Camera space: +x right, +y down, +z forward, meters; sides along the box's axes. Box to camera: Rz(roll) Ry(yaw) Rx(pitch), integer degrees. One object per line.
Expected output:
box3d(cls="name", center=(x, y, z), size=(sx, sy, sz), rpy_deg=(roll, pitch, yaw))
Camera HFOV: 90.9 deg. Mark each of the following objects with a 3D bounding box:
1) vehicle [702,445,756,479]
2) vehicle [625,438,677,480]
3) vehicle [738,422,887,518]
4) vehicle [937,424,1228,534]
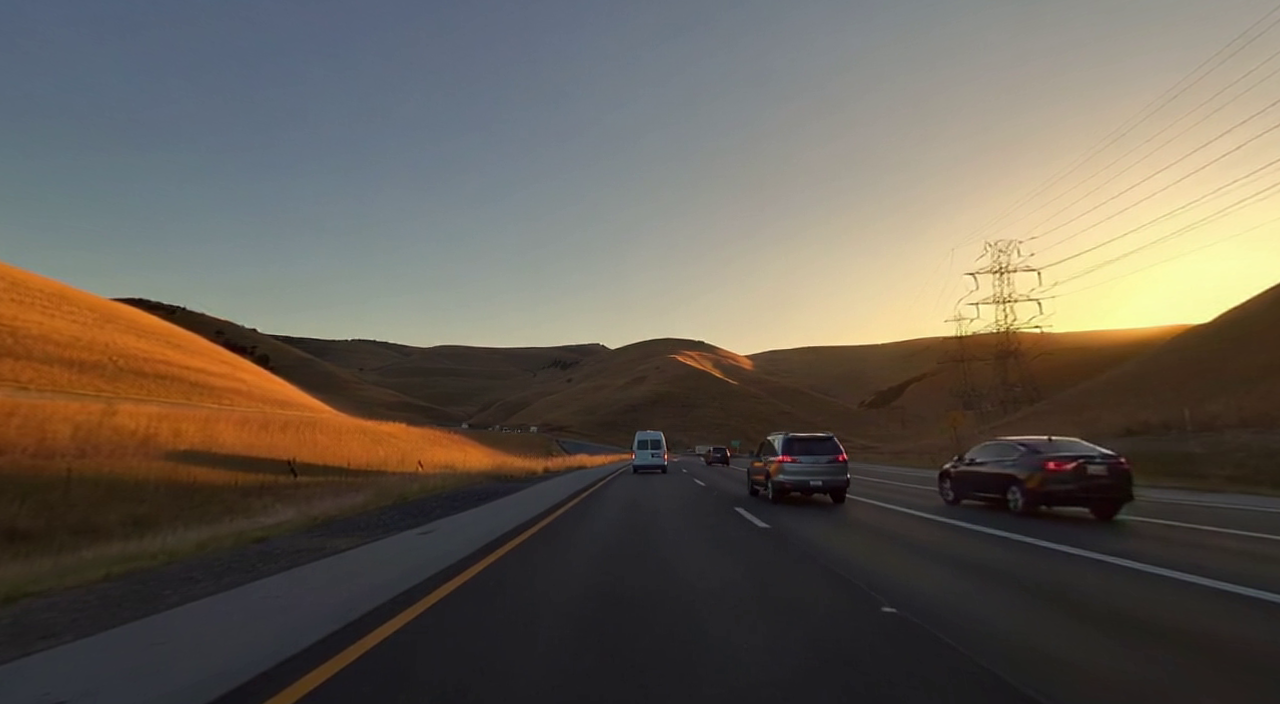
box3d(cls="vehicle", center=(4.144, 5.166, 29.981), size=(1.938, 1.466, 4.356), rpy_deg=(0, -8, 0))
box3d(cls="vehicle", center=(0.519, 4.962, 29.525), size=(2.268, 1.772, 4.523), rpy_deg=(0, -8, 1))
box3d(cls="vehicle", center=(3.677, 2.609, 14.467), size=(2.139, 1.821, 4.480), rpy_deg=(0, -8, 0))
box3d(cls="vehicle", center=(7.957, 2.313, 12.128), size=(2.216, 1.673, 4.660), rpy_deg=(0, -8, 0))
